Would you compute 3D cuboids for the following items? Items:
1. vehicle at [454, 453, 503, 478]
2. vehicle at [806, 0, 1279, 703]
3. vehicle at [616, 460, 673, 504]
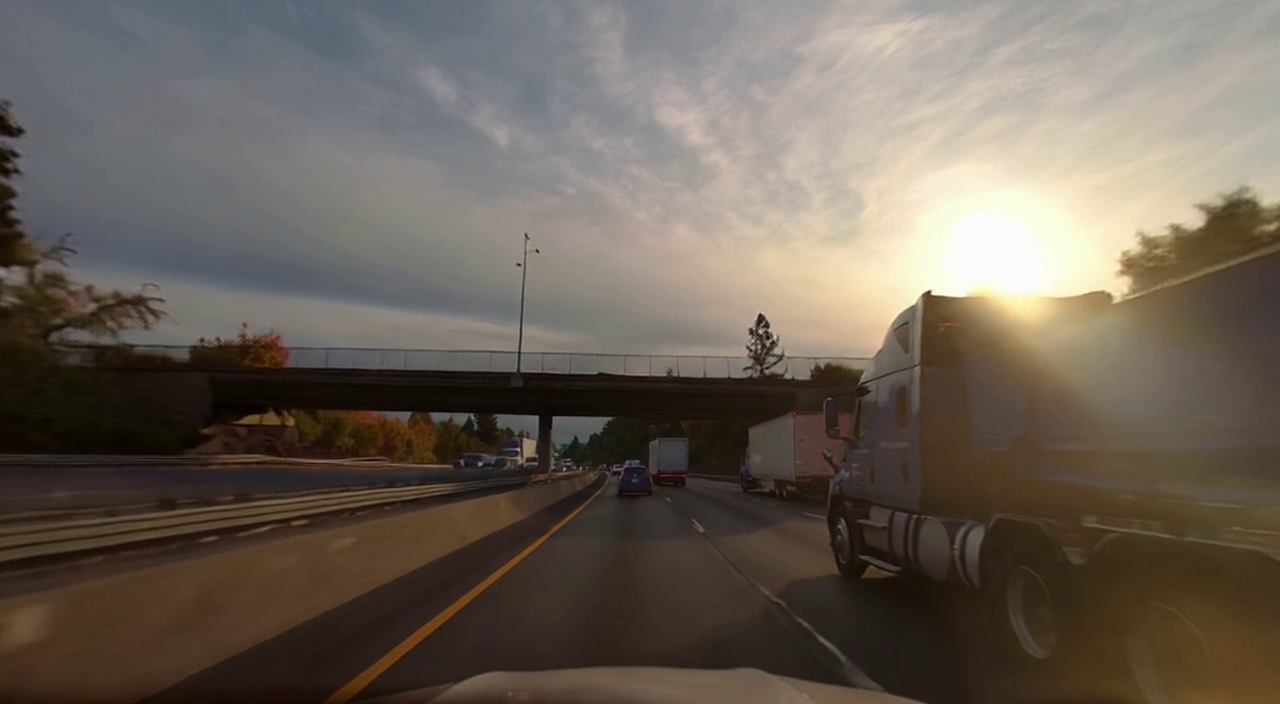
[{"bbox_3d":[-10.305,7.292,40.439,2.057,1.495,4.294,1,-11,-1],"label":"vehicle"},{"bbox_3d":[3.740,-0.373,1.250,2.831,4.150,14.519,1,-10,0],"label":"vehicle"},{"bbox_3d":[0.154,5.112,24.926,2.067,1.552,3.601,1,-10,0],"label":"vehicle"}]
